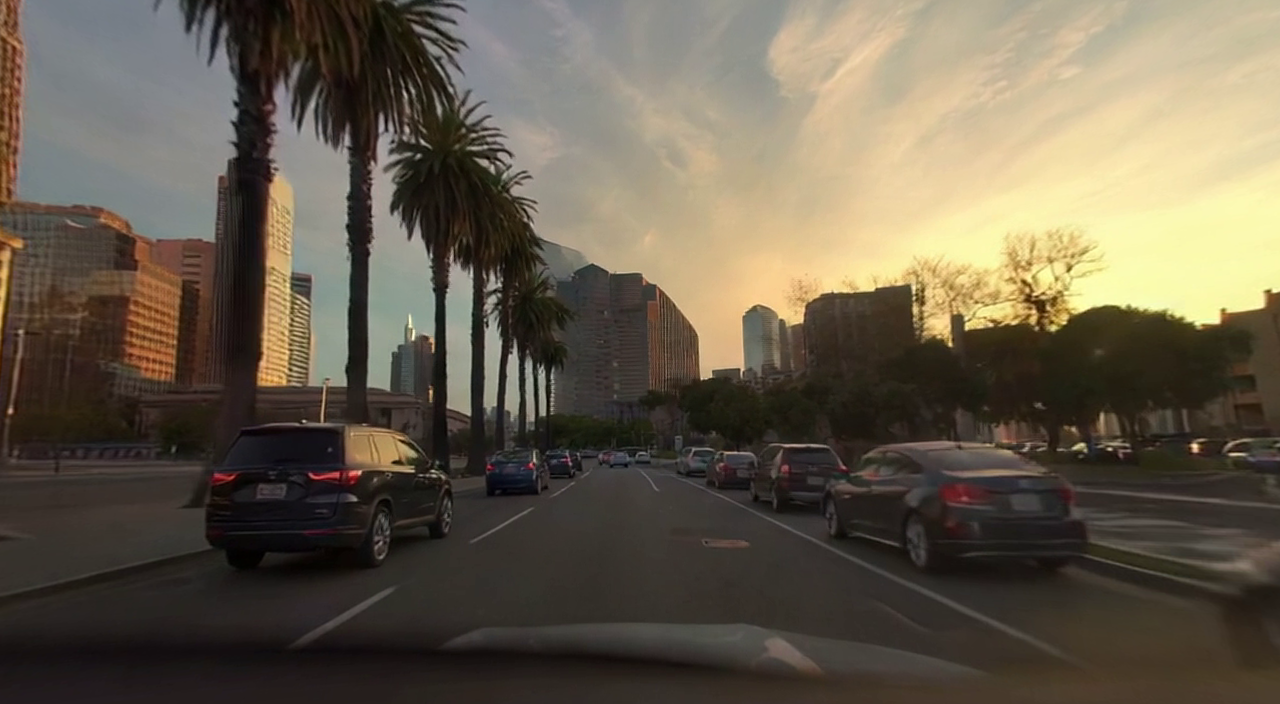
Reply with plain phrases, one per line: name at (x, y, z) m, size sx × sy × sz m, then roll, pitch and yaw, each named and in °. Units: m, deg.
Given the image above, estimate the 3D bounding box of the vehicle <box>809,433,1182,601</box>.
vehicle at (3.842, 1.843, 8.072) m, size 1.925 × 1.486 × 4.744 m, roll 0°, pitch -9°, yaw -1°

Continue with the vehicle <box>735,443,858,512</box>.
vehicle at (3.842, 3.149, 16.357) m, size 1.873 × 1.511 × 4.523 m, roll 0°, pitch -9°, yaw -2°

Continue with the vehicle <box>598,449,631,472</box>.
vehicle at (-1.751, 7.184, 41.876) m, size 2.036 × 1.461 × 3.890 m, roll 1°, pitch -9°, yaw -5°

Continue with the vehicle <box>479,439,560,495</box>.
vehicle at (-4.090, 3.967, 22.096) m, size 2.014 × 1.740 × 4.392 m, roll 0°, pitch -9°, yaw -1°

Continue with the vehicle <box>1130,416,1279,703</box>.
vehicle at (3.964, 0.770, 1.155) m, size 2.138 × 1.447 × 4.793 m, roll 1°, pitch -9°, yaw -3°

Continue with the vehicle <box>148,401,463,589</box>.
vehicle at (-3.827, 1.702, 8.245) m, size 1.800 × 1.797 × 4.224 m, roll 0°, pitch -9°, yaw -1°
